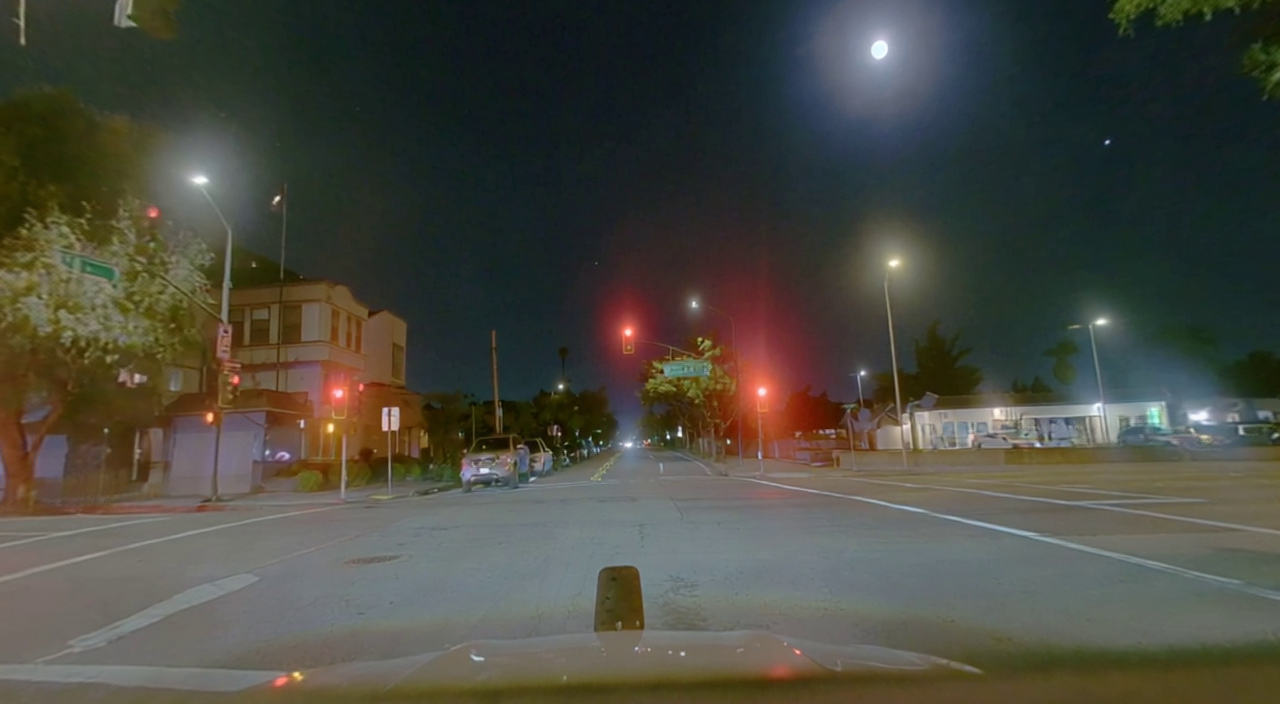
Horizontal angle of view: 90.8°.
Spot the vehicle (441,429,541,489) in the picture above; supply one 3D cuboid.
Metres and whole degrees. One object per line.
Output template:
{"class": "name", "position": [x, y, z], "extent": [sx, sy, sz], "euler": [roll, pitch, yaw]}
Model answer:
{"class": "vehicle", "position": [-6.500, 4.806, 28.763], "extent": [2.896, 2.339, 7.322], "euler": [0, -9, -1]}

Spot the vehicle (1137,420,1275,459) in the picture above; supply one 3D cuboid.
{"class": "vehicle", "position": [33.256, 5.166, 37.247], "extent": [5.969, 2.149, 2.331], "euler": [0, -9, -3]}

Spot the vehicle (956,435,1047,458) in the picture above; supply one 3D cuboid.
{"class": "vehicle", "position": [24.999, 6.555, 43.838], "extent": [5.172, 1.515, 1.851], "euler": [0, -9, -2]}

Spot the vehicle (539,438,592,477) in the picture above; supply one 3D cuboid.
{"class": "vehicle", "position": [-3.660, 5.282, 31.906], "extent": [2.120, 1.783, 4.788], "euler": [0, -9, 0]}
